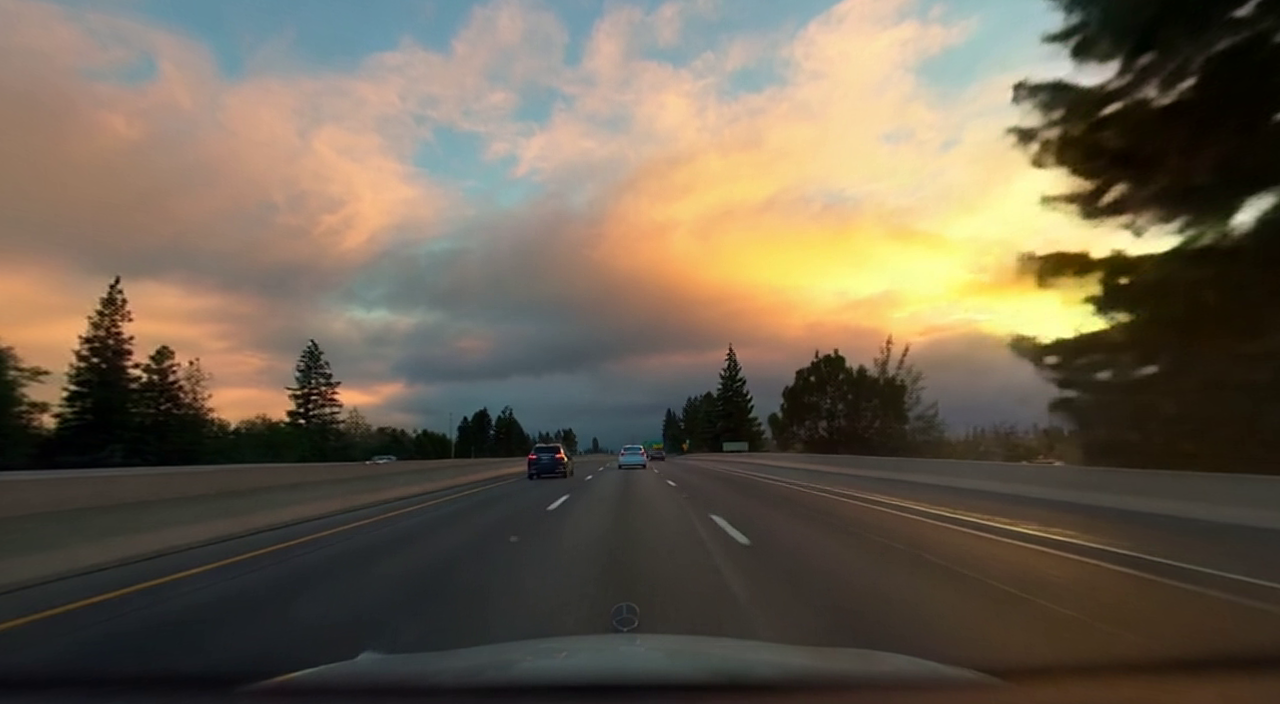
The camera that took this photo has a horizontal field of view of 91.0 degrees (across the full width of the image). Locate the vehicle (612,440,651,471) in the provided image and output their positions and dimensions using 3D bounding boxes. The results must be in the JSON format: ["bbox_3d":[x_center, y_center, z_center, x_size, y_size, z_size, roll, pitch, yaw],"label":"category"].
[{"bbox_3d":[-0.512,5.974,36.503,2.130,1.684,3.826,0,-8,-1],"label":"vehicle"}]

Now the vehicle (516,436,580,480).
[{"bbox_3d":[-3.917,4.612,27.648,2.130,1.741,4.665,0,-8,0],"label":"vehicle"}]
